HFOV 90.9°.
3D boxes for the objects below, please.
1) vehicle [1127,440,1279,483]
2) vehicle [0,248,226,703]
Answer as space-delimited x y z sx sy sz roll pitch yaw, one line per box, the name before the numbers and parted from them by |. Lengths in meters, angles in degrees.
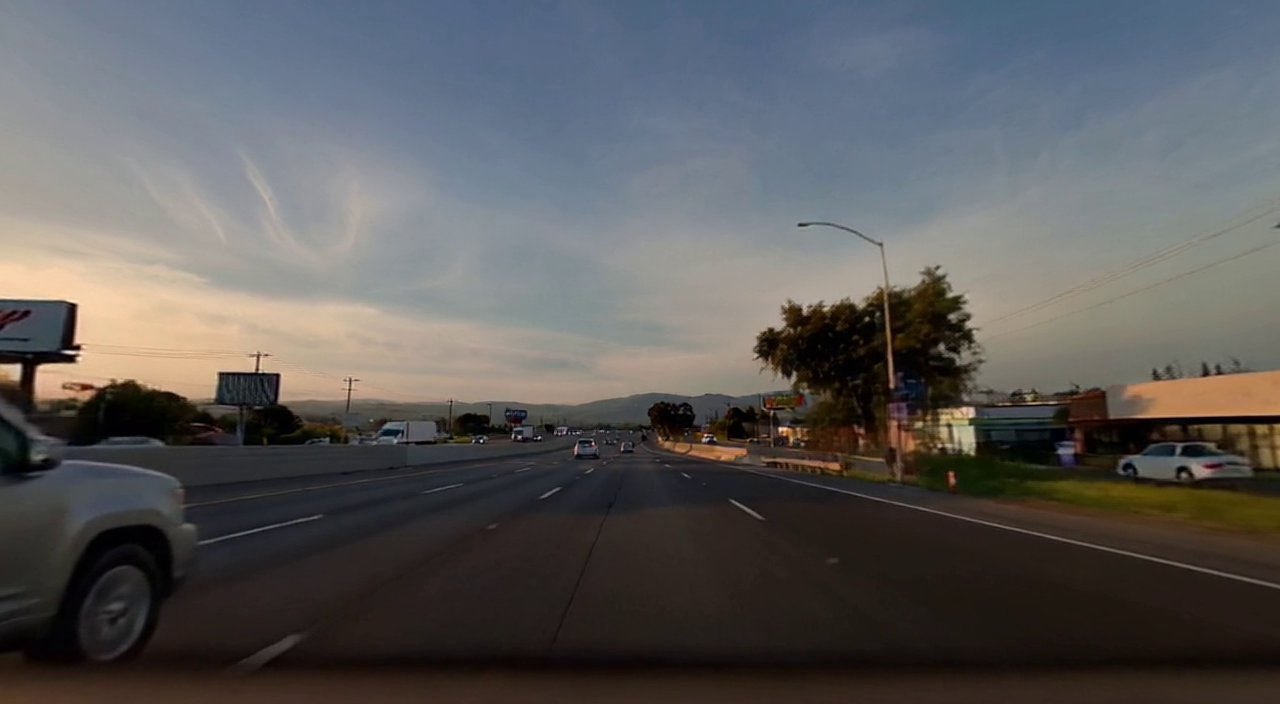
vehicle | 25.724 4.963 29.035 1.972 1.749 5.464 1 -8 -4
vehicle | -4.100 0.429 1.384 2.352 2.209 5.802 0 -8 1
